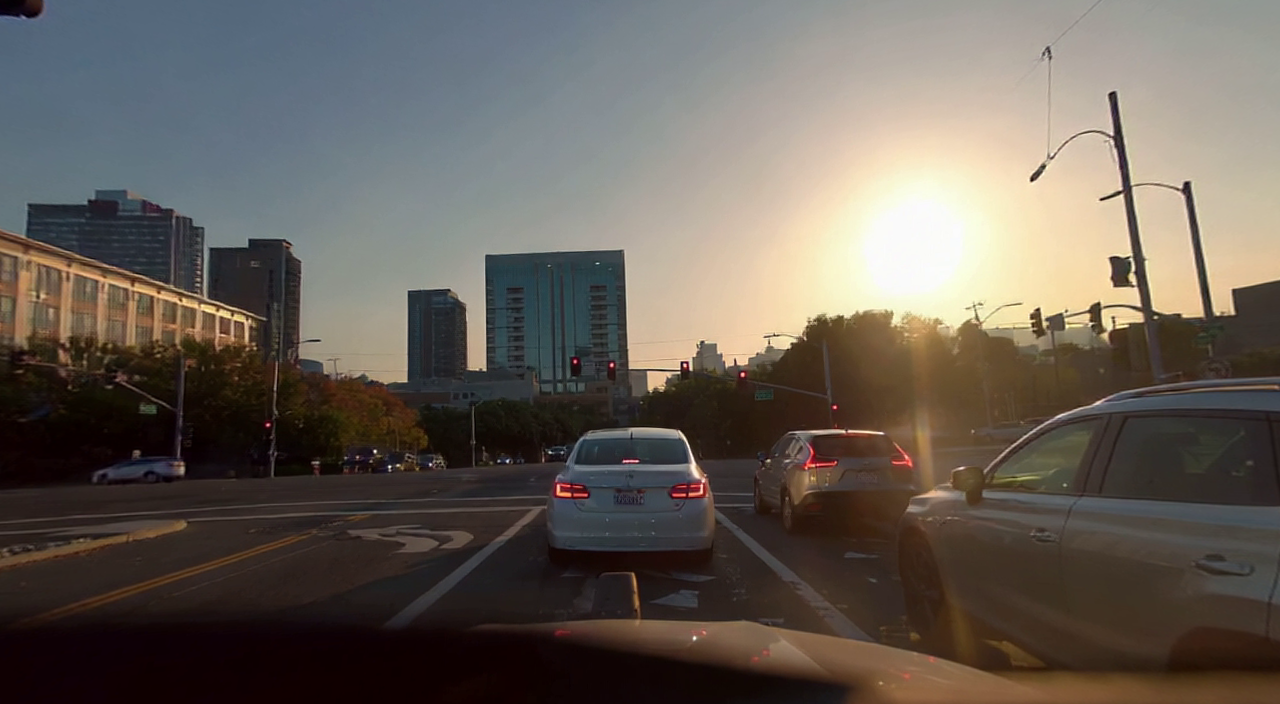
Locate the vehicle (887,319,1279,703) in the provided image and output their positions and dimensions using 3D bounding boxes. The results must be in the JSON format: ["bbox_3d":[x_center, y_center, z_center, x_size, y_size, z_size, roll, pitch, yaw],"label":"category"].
[{"bbox_3d":[3.001,0.868,2.663,2.103,1.701,4.294,0,-8,-1],"label":"vehicle"}]

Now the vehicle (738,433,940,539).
[{"bbox_3d":[3.154,2.218,11.145,2.001,1.463,4.398,0,-8,-2],"label":"vehicle"}]

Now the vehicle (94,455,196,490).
[{"bbox_3d":[-28.240,6.865,36.110,4.448,1.837,2.021,-2,-9,11],"label":"vehicle"}]

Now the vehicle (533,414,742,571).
[{"bbox_3d":[-0.072,1.779,8.740,2.188,1.637,4.027,0,-8,-1],"label":"vehicle"}]

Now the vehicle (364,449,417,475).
[{"bbox_3d":[-18.730,8.259,47.688,2.026,1.836,4.726,0,-8,0],"label":"vehicle"}]
